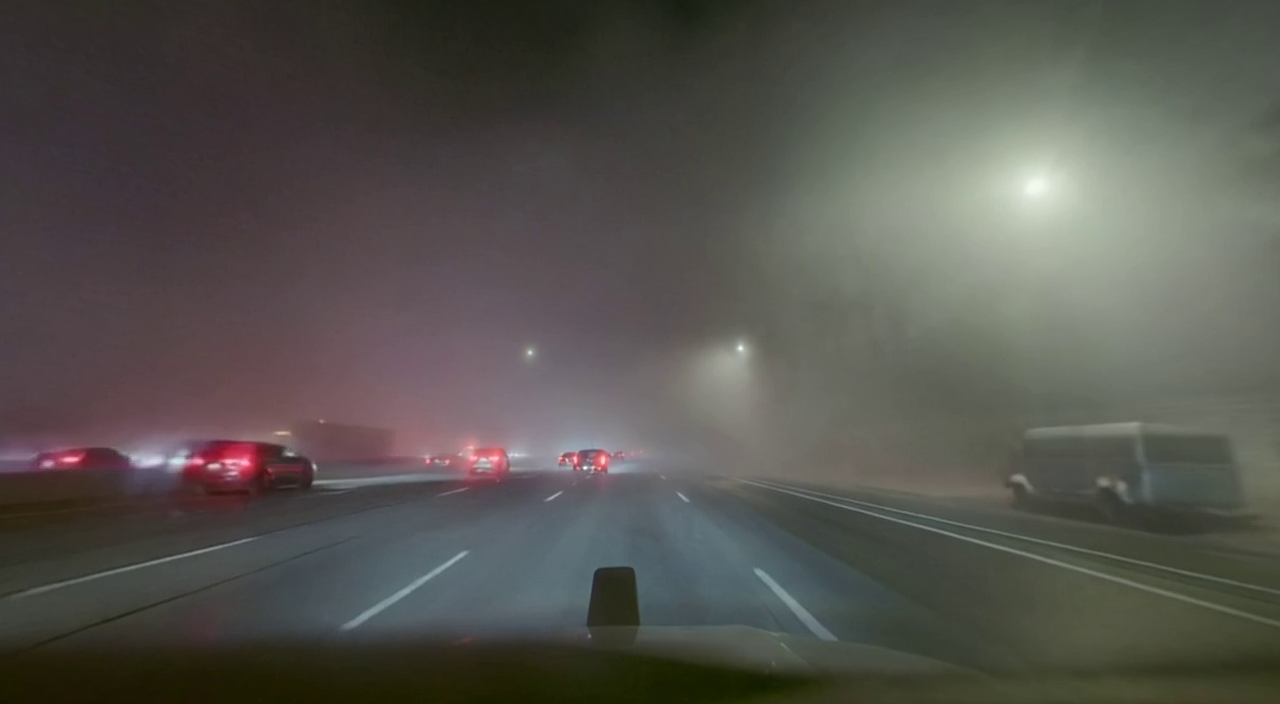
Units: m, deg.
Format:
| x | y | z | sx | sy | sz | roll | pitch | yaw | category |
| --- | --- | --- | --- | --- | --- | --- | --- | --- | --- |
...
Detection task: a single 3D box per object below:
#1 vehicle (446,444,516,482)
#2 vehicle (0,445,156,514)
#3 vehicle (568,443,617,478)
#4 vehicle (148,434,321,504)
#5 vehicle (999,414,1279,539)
| x | y | z | sx | sy | sz | roll | pitch | yaw | category |
| --- | --- | --- | --- | --- | --- | --- | --- | --- | --- |
| -7.671 | 5.403 | 31.053 | 2.204 | 1.677 | 4.438 | 0 | -9 | 1 | vehicle |
| -16.209 | 3.456 | 17.661 | 1.836 | 1.662 | 4.317 | 0 | -9 | 1 | vehicle |
| -2.412 | 5.619 | 32.879 | 2.201 | 1.672 | 4.128 | 0 | -9 | 0 | vehicle |
| -12.193 | 3.527 | 19.543 | 1.986 | 1.875 | 4.902 | 0 | -9 | 1 | vehicle |
| 10.378 | 2.463 | 13.265 | 2.302 | 2.014 | 5.925 | 0 | -9 | 1 | vehicle |
